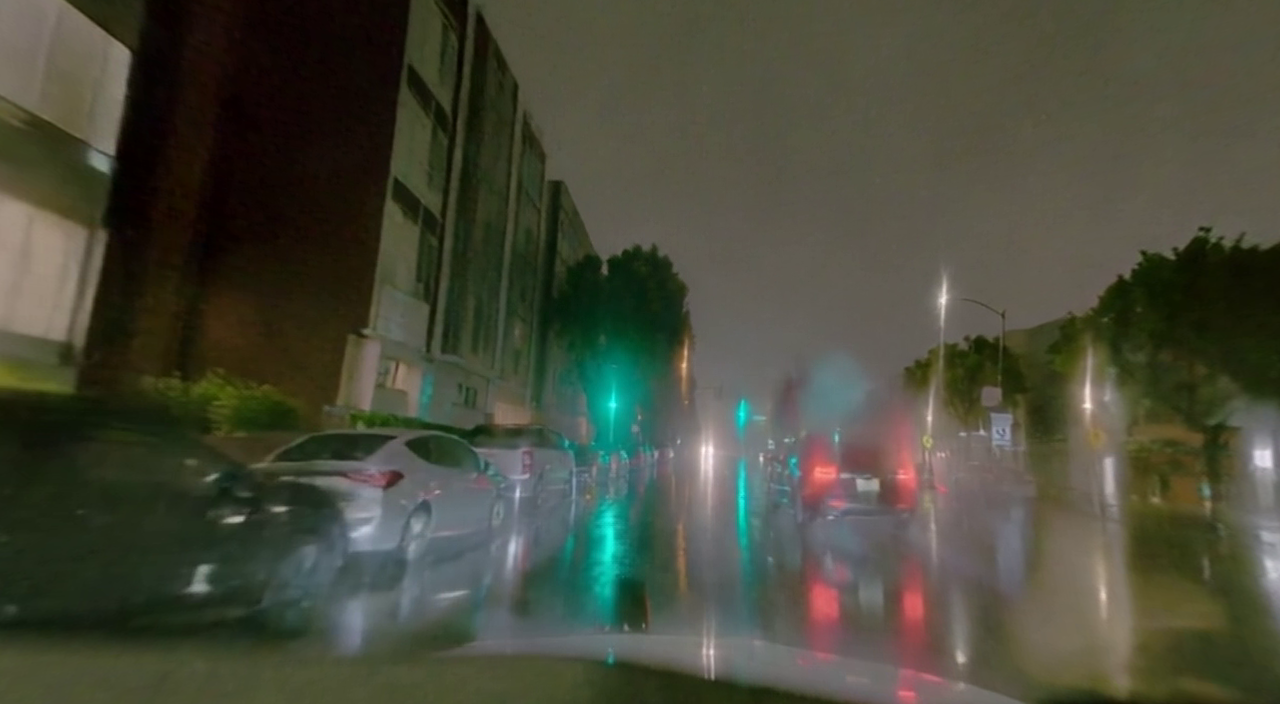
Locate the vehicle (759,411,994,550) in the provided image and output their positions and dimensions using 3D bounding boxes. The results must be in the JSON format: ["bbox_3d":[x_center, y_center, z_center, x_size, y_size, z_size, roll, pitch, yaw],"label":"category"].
[{"bbox_3d":[3.842,2.221,11.795,2.411,1.899,5.993,-1,-8,4],"label":"vehicle"}]

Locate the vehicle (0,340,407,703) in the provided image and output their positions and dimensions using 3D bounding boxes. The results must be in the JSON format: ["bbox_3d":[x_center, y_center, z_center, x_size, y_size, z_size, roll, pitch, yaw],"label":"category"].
[{"bbox_3d":[-3.380,0.917,3.179,2.179,1.658,4.765,-1,-8,6],"label":"vehicle"}]
